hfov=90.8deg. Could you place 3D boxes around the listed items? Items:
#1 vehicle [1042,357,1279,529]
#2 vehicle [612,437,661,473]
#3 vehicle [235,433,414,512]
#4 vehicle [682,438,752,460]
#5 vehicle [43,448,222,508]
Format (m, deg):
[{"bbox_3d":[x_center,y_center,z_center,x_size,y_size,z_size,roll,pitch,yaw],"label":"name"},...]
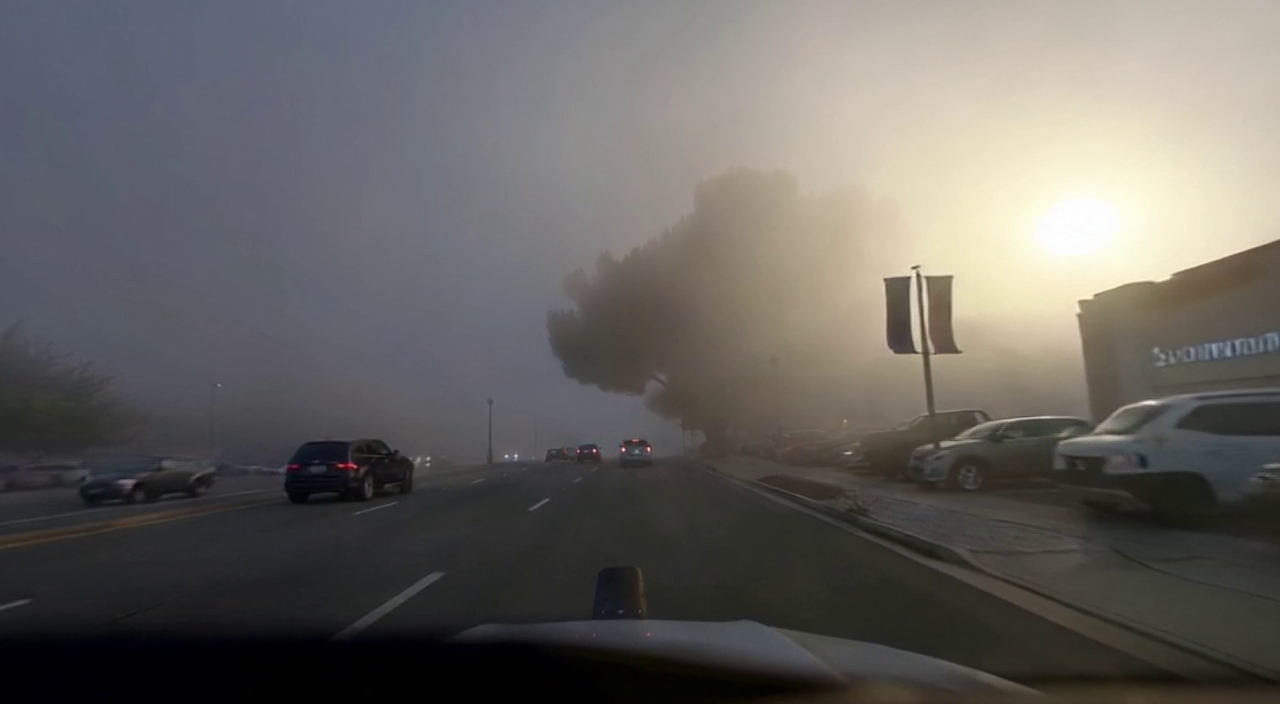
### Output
[{"bbox_3d":[9.276,1.197,8.604,5.976,1.994,2.295,0,-8,0],"label":"vehicle"},{"bbox_3d":[-0.196,4.565,28.152,2.061,1.469,3.954,0,-9,-1],"label":"vehicle"},{"bbox_3d":[-7.508,2.887,15.717,2.038,1.649,4.665,0,-9,0],"label":"vehicle"},{"bbox_3d":[5.485,6.922,45.186,4.619,1.523,1.873,2,-9,-14],"label":"vehicle"},{"bbox_3d":[-16.375,4.036,20.808,2.127,1.716,4.548,0,-9,-1],"label":"vehicle"}]
